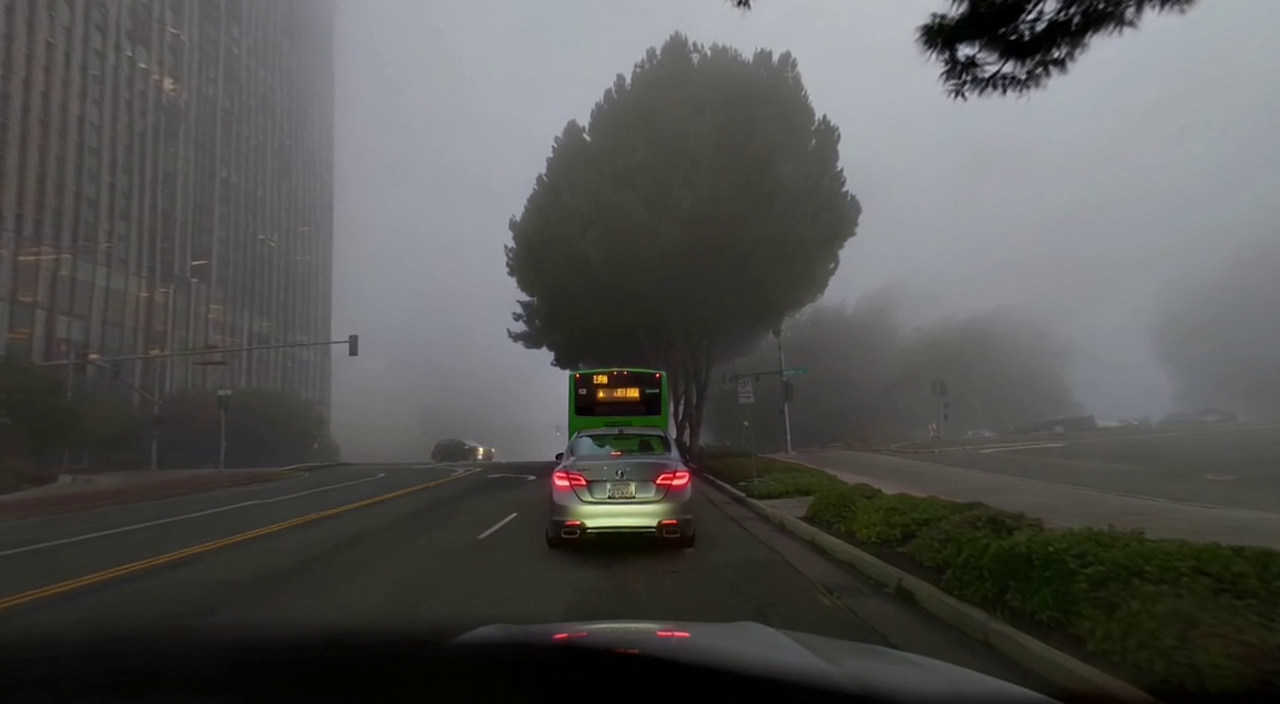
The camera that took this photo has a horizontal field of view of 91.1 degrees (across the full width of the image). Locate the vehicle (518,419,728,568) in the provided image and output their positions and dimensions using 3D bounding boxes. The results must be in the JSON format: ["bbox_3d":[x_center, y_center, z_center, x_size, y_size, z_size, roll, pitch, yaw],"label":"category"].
[{"bbox_3d":[-0.215,1.654,8.204,2.064,1.452,3.942,0,-8,-2],"label":"vehicle"}]
